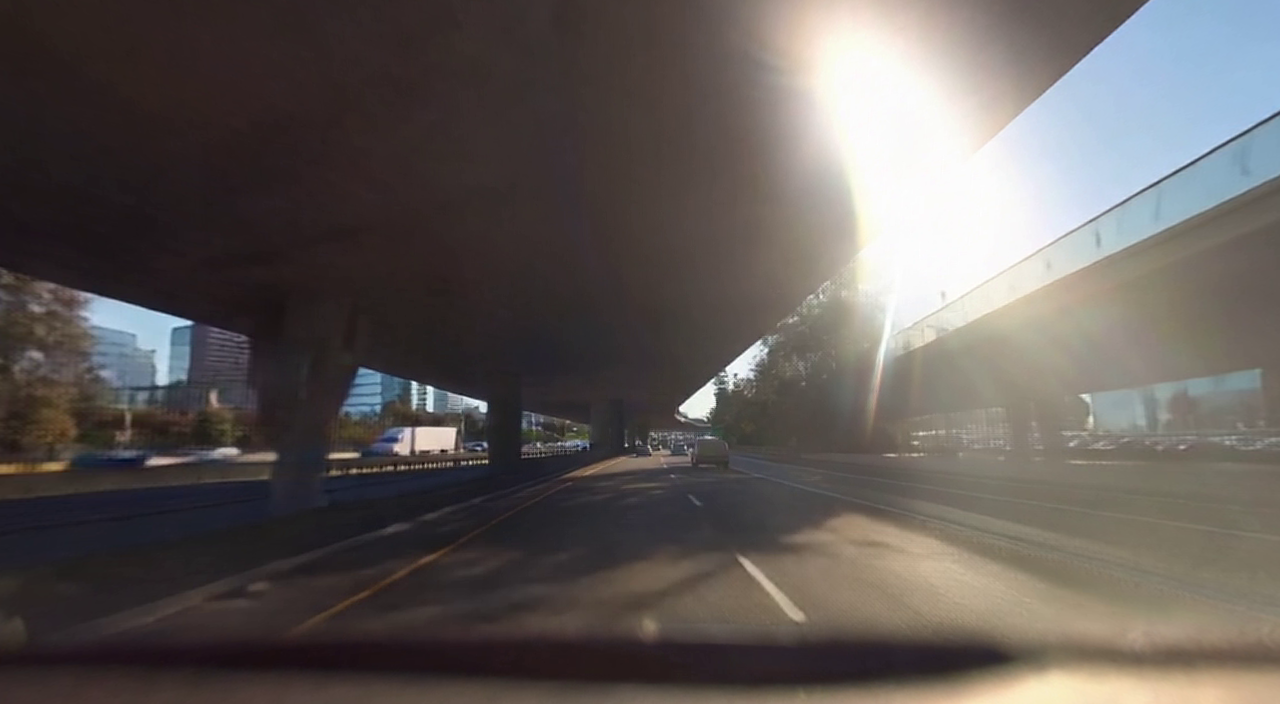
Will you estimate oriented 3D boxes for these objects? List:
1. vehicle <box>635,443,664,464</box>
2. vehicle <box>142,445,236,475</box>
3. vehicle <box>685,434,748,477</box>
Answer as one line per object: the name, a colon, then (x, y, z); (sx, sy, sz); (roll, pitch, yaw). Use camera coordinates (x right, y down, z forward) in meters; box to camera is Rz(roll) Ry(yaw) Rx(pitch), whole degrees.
vehicle: (0.714, 7.635, 47.569); (2.046, 1.475, 3.784); (0, -9, 1)
vehicle: (-23.777, 5.717, 33.543); (1.740, 1.468, 4.371); (0, -9, 1)
vehicle: (3.399, 4.751, 29.208); (2.226, 1.779, 4.835); (0, -9, -1)
